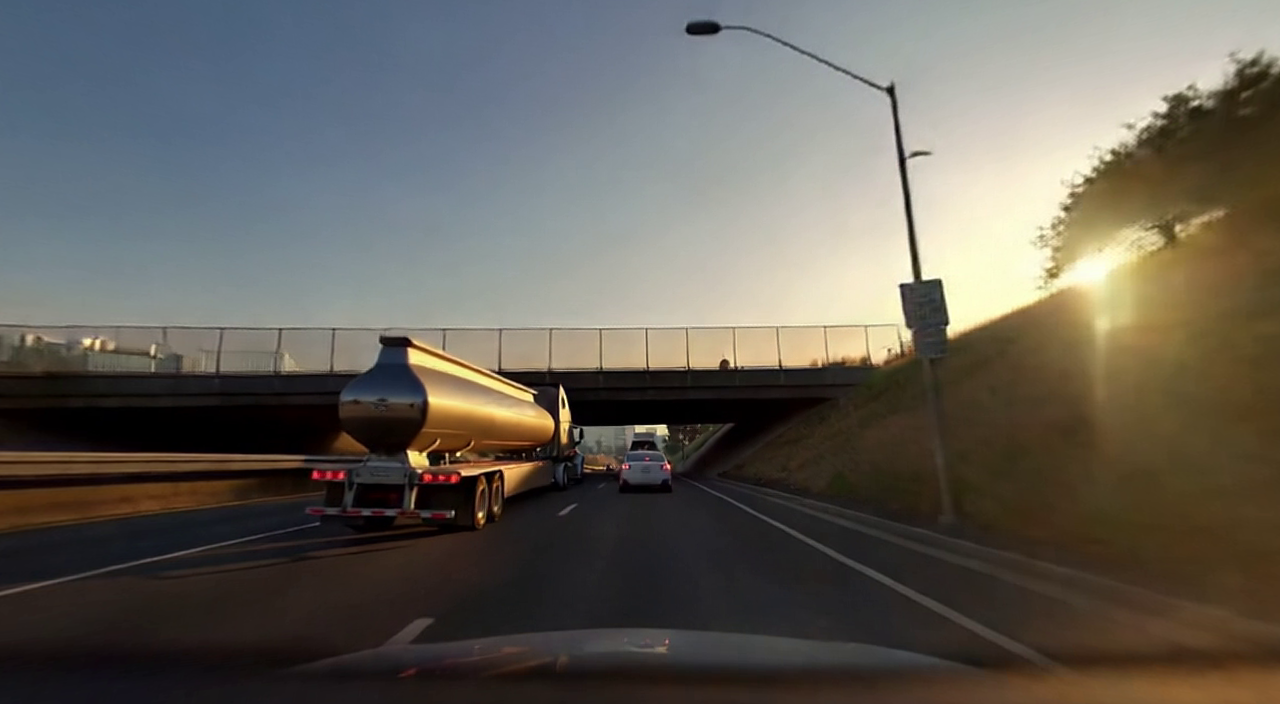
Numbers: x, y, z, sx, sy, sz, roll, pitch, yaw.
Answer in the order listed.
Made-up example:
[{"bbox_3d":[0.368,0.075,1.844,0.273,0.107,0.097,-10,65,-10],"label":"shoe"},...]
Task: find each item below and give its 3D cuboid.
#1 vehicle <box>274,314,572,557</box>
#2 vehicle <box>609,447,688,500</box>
[{"bbox_3d":[-3.949,2.283,16.647,2.896,3.563,14.643,0,-9,-1],"label":"vehicle"},{"bbox_3d":[0.217,3.762,20.034,2.215,1.481,4.246,0,-9,-1],"label":"vehicle"}]
